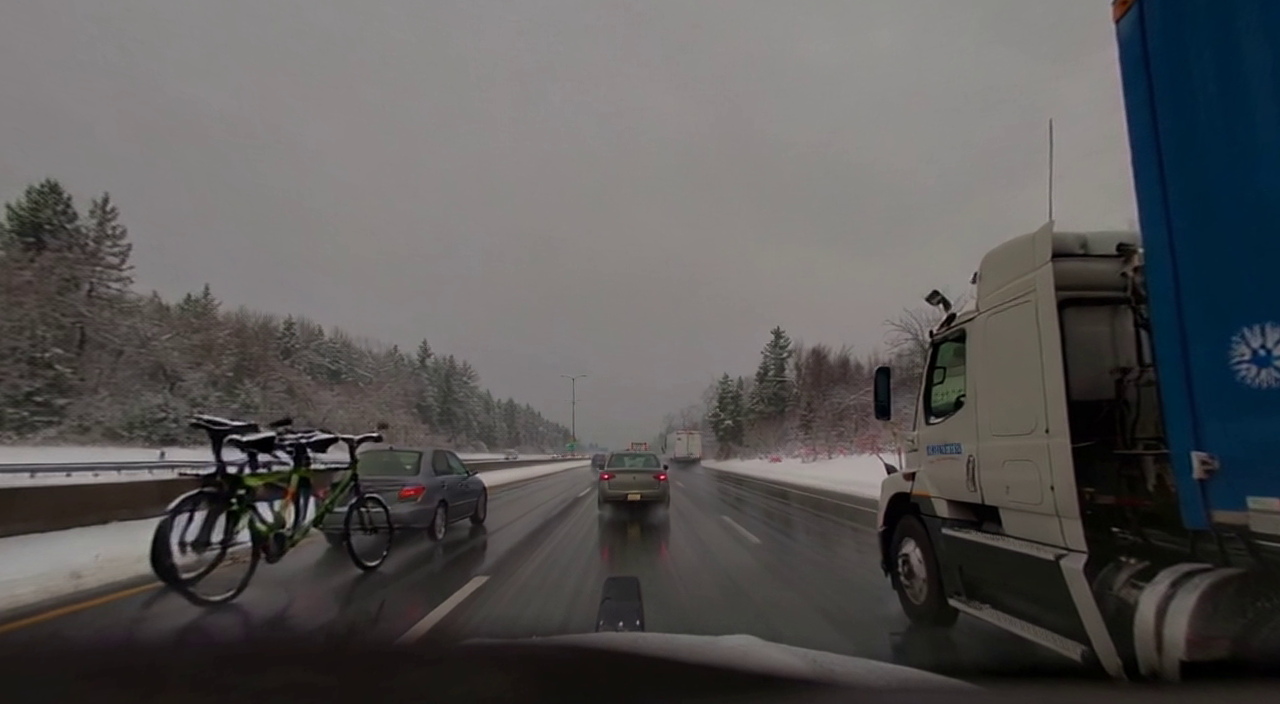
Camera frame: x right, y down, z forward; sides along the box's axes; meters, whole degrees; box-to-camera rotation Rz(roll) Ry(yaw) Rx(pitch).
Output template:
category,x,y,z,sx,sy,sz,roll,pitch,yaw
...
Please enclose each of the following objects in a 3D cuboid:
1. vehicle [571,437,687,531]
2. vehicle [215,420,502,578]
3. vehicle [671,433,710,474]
category,x,y,z,sx,sy,sz,roll,pitch,yaw
vehicle,-0.210,2.526,12.516,1.973,1.574,3.426,0,-9,-1
vehicle,-3.524,1.940,9.105,1.985,1.671,4.604,0,-9,0
vehicle,3.436,7.039,43.905,2.234,2.679,5.372,0,-9,-1
